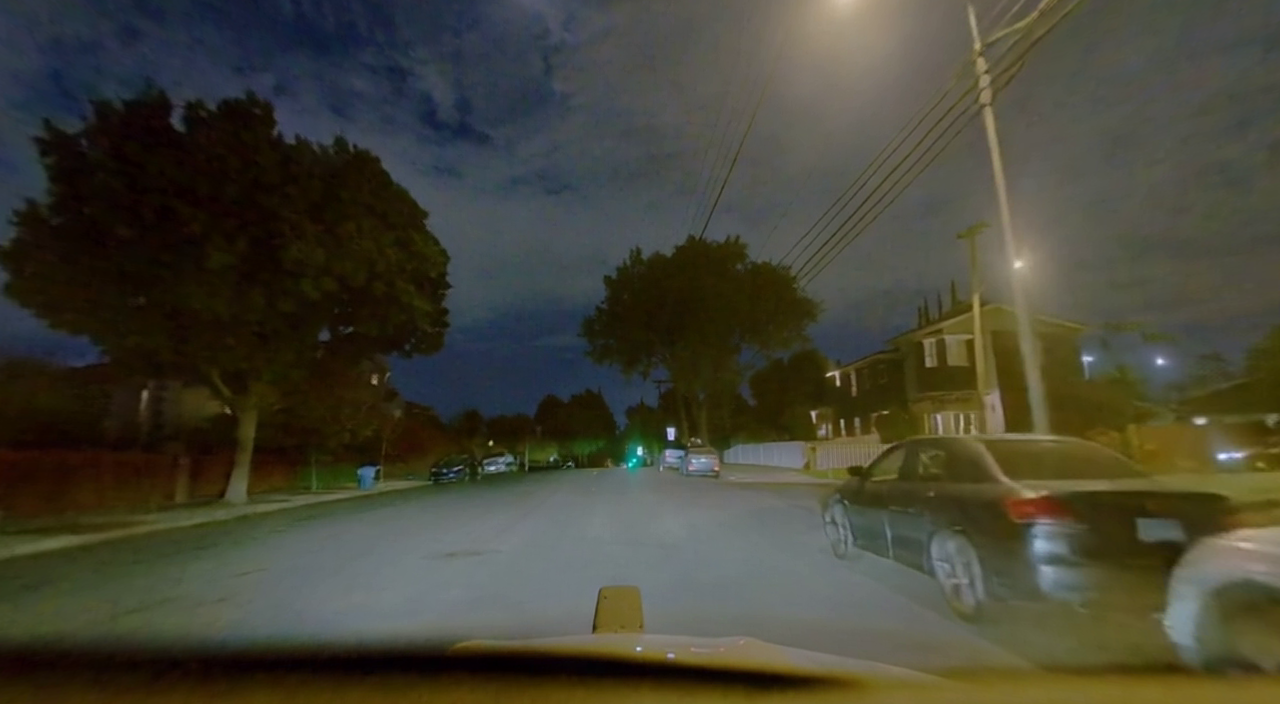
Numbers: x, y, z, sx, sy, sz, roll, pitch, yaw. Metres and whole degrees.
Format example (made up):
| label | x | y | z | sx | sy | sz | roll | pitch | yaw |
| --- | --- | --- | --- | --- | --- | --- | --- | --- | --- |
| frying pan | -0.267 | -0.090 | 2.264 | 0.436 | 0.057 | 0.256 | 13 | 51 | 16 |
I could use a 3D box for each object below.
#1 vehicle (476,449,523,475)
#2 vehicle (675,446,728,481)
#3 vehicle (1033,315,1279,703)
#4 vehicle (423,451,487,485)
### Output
| label | x | y | z | sx | sy | sz | roll | pitch | yaw |
| --- | --- | --- | --- | --- | --- | --- | --- | --- | --- |
| vehicle | -9.189 | 7.223 | 41.783 | 2.027 | 1.584 | 4.476 | 0 | -9 | 1 |
| vehicle | 2.899 | 5.343 | 30.533 | 1.927 | 1.529 | 4.144 | 0 | -9 | -3 |
| vehicle | 3.145 | 0.602 | 1.089 | 1.928 | 1.751 | 4.537 | 0 | -9 | -1 |
| vehicle | -8.841 | 5.548 | 30.562 | 1.937 | 1.427 | 4.510 | 0 | -9 | -3 |
